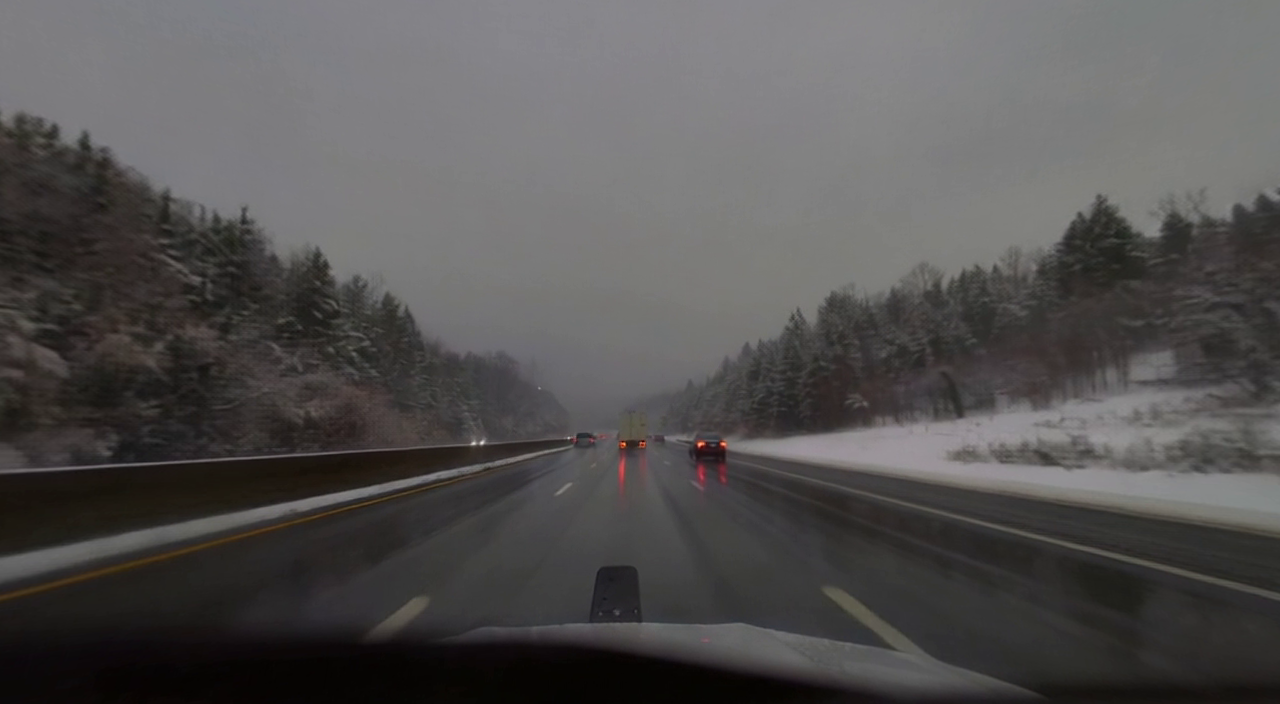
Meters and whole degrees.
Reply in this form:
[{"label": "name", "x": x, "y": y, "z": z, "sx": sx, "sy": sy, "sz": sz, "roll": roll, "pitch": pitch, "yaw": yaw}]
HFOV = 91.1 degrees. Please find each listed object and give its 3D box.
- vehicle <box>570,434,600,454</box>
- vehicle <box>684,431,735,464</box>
[{"label": "vehicle", "x": -4.183, "y": 7.029, "z": 48.188, "sx": 2.027, "sy": 1.501, "sz": 3.920, "roll": 0, "pitch": -8, "yaw": -1}, {"label": "vehicle", "x": 3.329, "y": 4.673, "z": 30.953, "sx": 1.882, "sy": 1.492, "sz": 3.958, "roll": 0, "pitch": -8, "yaw": -2}]
